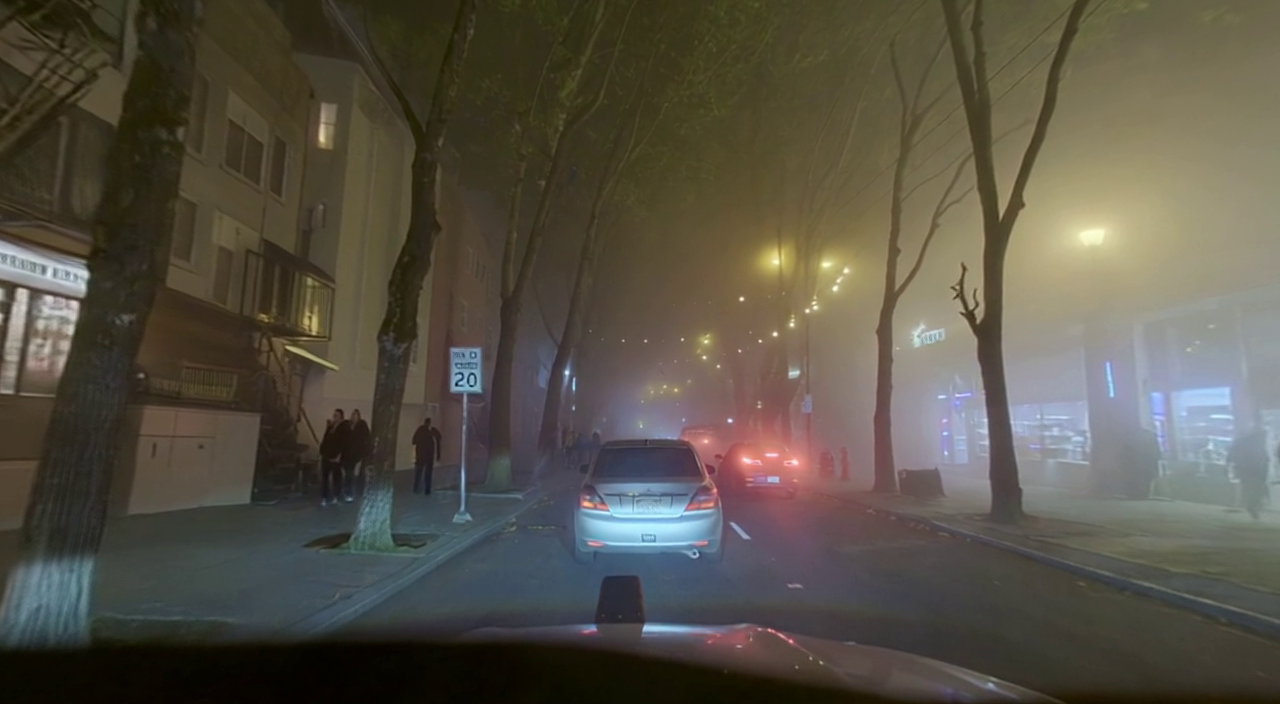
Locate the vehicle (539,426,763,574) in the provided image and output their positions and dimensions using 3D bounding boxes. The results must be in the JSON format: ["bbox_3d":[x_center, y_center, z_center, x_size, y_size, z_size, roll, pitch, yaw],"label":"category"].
[{"bbox_3d":[0.084,1.809,8.515,2.261,1.474,4.130,0,-9,-1],"label":"vehicle"}]

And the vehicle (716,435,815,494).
[{"bbox_3d":[3.600,3.323,19.009,2.025,1.523,4.426,0,-9,-1],"label":"vehicle"}]
